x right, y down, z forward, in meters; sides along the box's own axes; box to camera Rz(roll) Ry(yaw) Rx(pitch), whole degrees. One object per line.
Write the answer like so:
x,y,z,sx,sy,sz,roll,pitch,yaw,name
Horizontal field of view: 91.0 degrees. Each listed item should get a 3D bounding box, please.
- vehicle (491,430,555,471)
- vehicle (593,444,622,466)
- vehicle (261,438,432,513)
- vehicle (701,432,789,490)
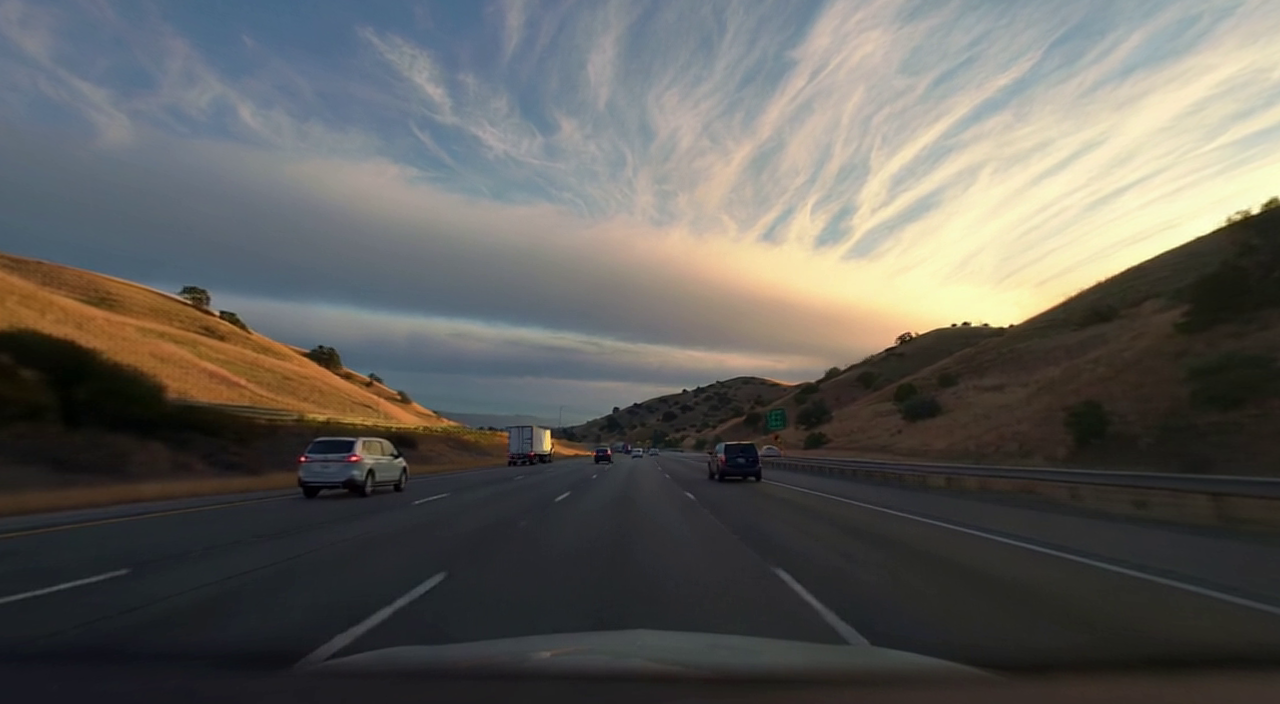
-7.689,6.636,42.344,2.937,2.509,7.090,0,-9,0,vehicle
-2.498,8.040,49.272,2.009,1.593,4.378,0,-9,0,vehicle
-6.915,2.943,15.558,1.935,1.550,4.883,0,-9,-1,vehicle
3.528,3.778,22.161,2.231,1.789,4.700,0,-9,0,vehicle
